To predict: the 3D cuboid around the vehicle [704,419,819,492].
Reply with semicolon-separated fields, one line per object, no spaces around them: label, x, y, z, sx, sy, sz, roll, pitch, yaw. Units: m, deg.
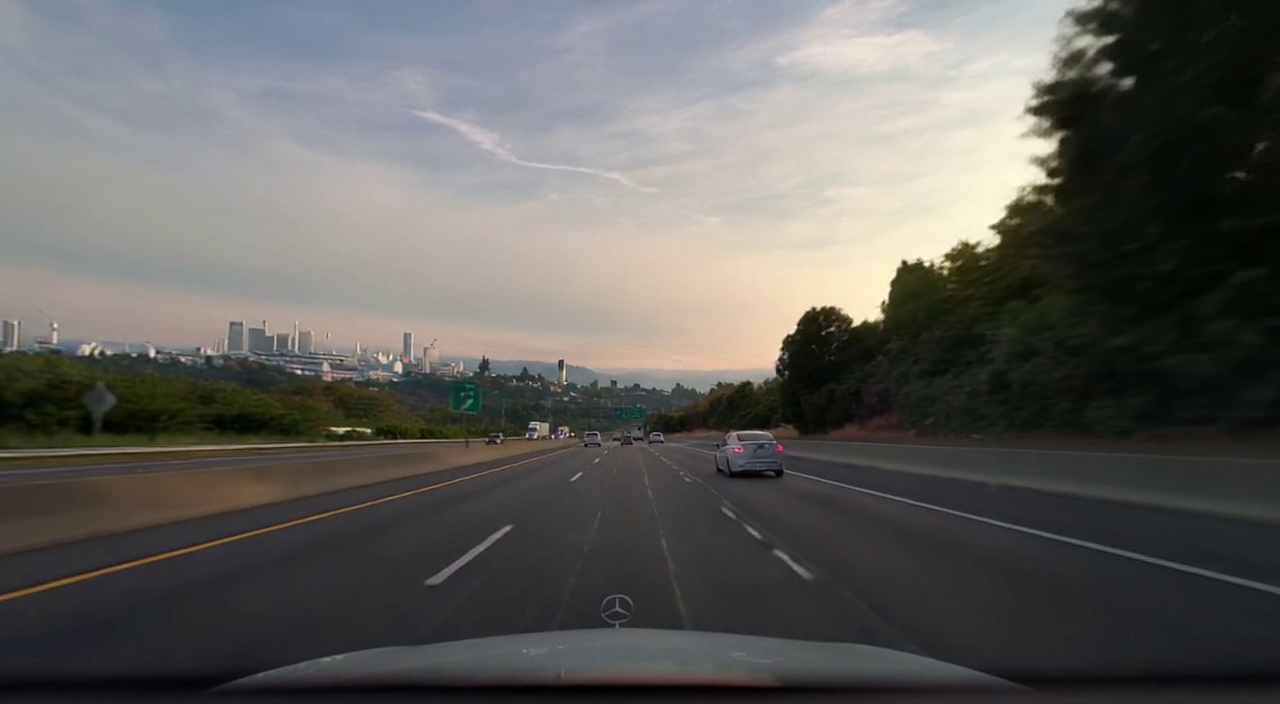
vehicle;2.962;2.646;16.423;2.022;1.637;4.229;0;-8;-2
